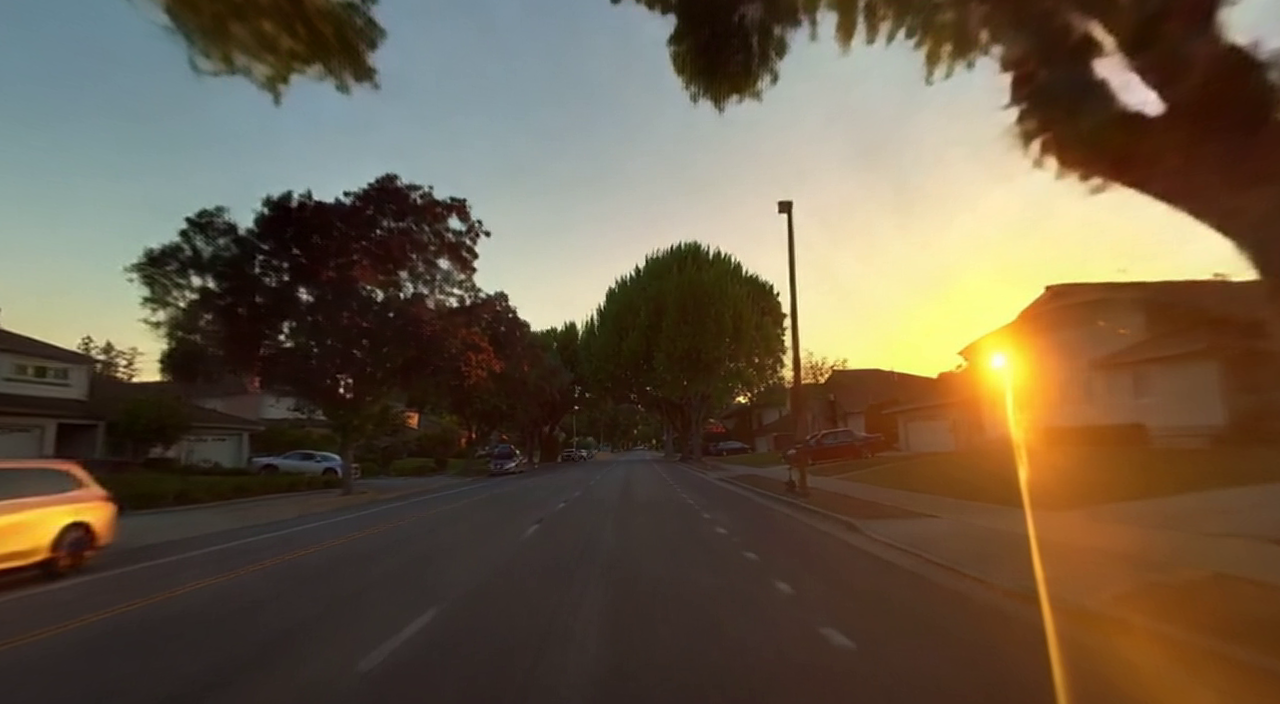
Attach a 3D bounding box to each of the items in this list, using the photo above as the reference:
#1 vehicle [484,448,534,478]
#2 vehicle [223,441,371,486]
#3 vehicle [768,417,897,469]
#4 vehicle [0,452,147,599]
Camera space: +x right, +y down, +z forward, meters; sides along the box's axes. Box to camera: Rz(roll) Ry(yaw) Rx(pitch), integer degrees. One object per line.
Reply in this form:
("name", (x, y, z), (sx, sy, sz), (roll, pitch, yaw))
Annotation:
("vehicle", (-7.748, 6.593, 37.767), (1.973, 1.500, 4.781), (-5, -9, -2))
("vehicle", (-14.339, 4.674, 26.667), (4.995, 1.760, 1.988), (0, -8, -2))
("vehicle", (8.885, 4.253, 29.516), (5.221, 1.958, 1.992), (-4, -8, 0))
("vehicle", (-7.586, 1.824, 6.230), (1.919, 1.492, 4.547), (-5, -9, -1))
